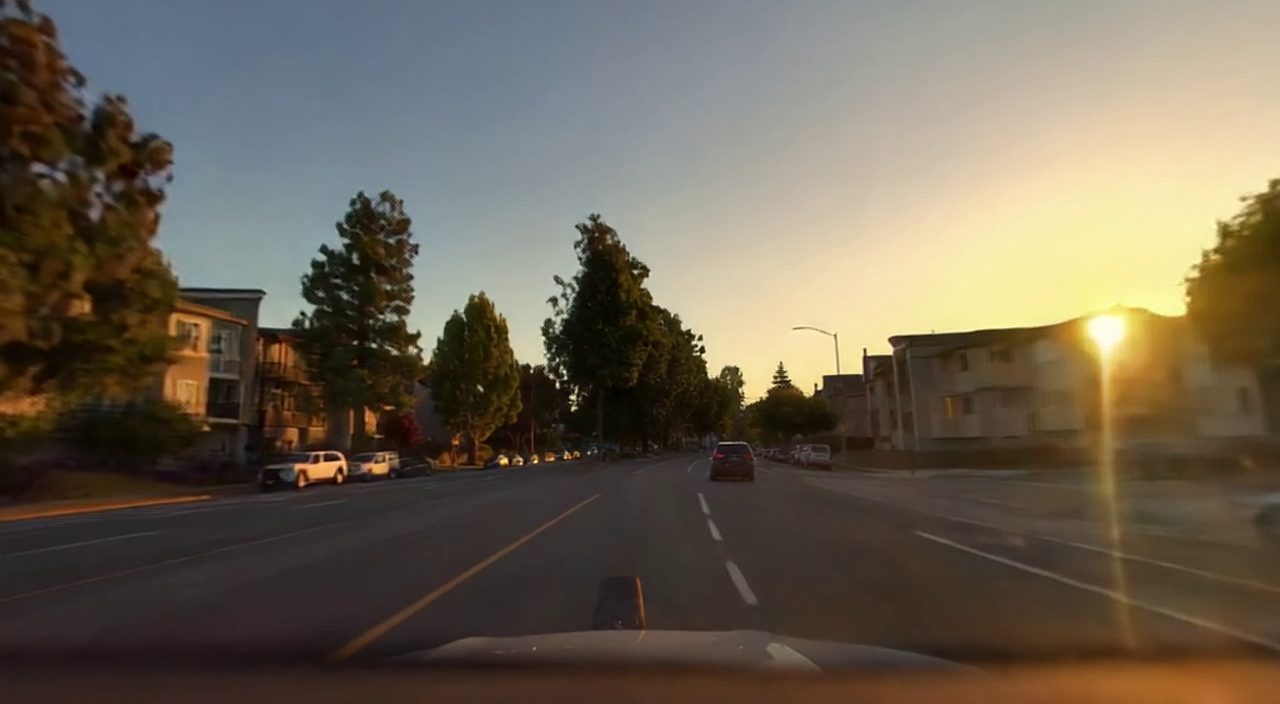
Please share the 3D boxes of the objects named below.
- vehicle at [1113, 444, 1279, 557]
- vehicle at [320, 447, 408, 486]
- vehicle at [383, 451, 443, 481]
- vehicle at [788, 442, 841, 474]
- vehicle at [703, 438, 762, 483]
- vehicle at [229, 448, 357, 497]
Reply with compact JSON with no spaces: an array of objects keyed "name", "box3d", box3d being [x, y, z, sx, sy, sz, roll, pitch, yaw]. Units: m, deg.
[{"name":"vehicle","box3d":[9.484,2.085,9.140,1.928,1.482,4.461,-1,-9,2]},{"name":"vehicle","box3d":[-15.854,6.569,36.763,2.194,2.022,5.828,-1,-9,4]},{"name":"vehicle","box3d":[-15.178,7.615,42.565,2.014,1.734,4.651,-2,-8,5]},{"name":"vehicle","box3d":[11.750,7.158,43.035,2.460,2.002,5.900,-1,-9,6]},{"name":"vehicle","box3d":[3.908,4.681,27.527,2.085,1.763,4.490,-1,-9,3]},{"name":"vehicle","box3d":[-16.210,5.635,30.064,2.239,1.926,6.159,-3,-8,5]}]
